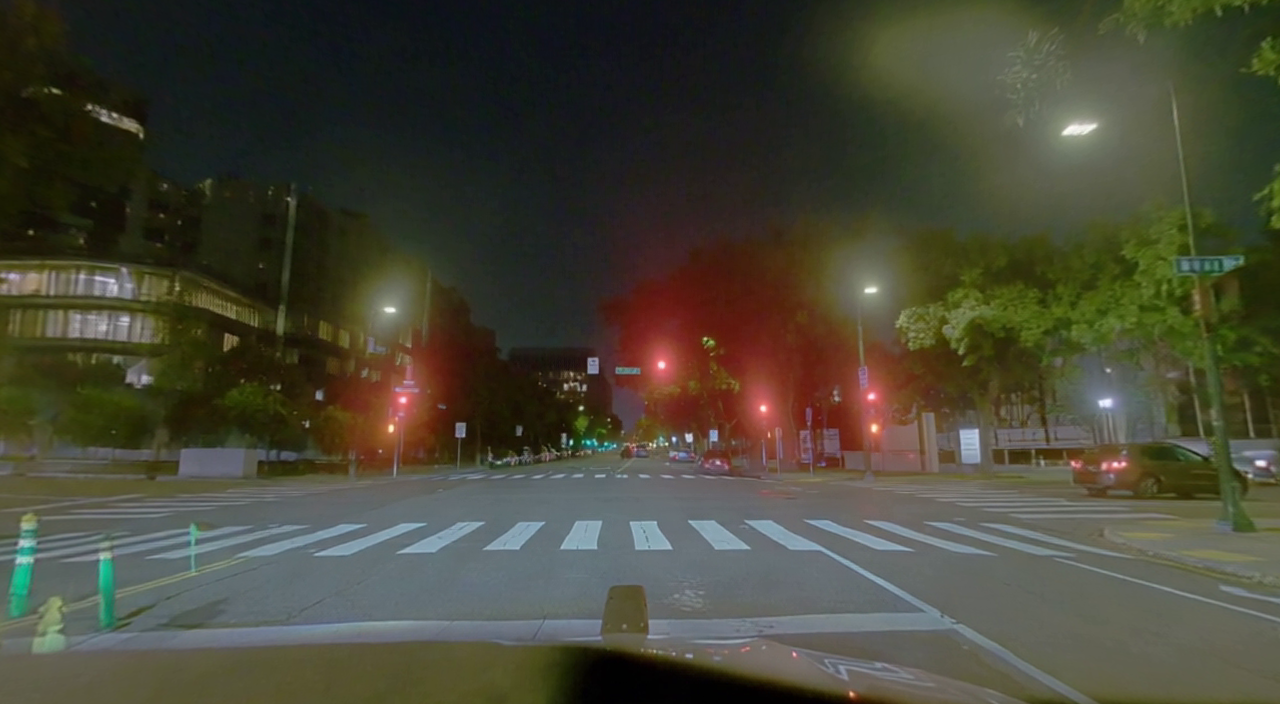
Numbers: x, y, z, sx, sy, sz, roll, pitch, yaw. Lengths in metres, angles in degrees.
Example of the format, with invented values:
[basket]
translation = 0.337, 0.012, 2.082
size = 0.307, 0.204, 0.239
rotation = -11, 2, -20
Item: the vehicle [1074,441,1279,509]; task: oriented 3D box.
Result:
[vehicle]
translation = 12.977, 2.800, 14.563
size = 4.424, 1.436, 1.804
rotation = -1, -9, 5
